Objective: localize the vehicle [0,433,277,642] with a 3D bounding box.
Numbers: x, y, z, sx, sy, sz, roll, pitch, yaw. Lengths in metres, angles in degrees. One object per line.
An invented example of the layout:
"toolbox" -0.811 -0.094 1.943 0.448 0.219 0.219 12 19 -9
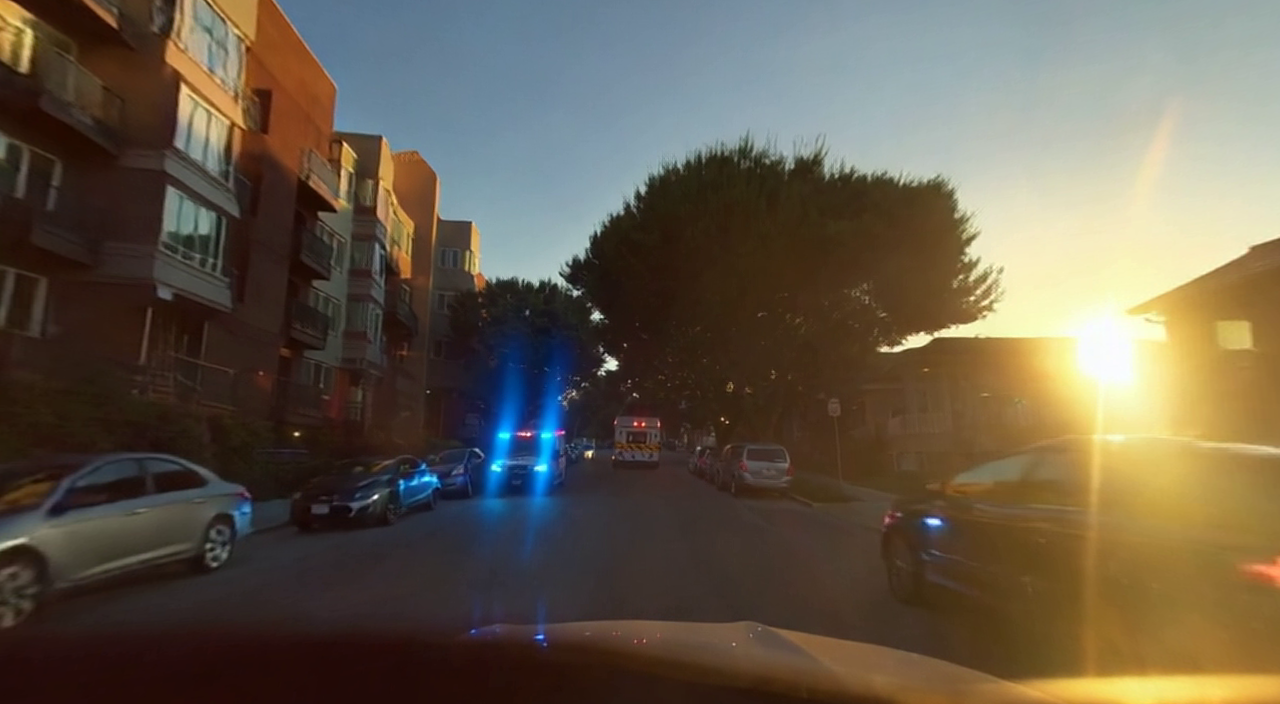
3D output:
"vehicle" -5.671 1.615 5.970 1.903 1.506 4.622 -4 -8 -2

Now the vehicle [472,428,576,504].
"vehicle" -2.985 3.033 17.224 2.029 1.802 4.229 0 -8 0

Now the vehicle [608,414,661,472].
"vehicle" -0.417 5.350 36.959 2.754 3.008 7.730 0 -8 -2

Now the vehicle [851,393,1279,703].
"vehicle" 3.317 1.313 4.224 2.155 1.553 4.738 4 -9 -1

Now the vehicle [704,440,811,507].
"vehicle" 3.271 3.455 18.453 2.035 1.549 4.373 5 -9 -2

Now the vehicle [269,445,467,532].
"vehicle" -5.326 2.704 13.235 2.047 1.471 4.647 0 -8 0
